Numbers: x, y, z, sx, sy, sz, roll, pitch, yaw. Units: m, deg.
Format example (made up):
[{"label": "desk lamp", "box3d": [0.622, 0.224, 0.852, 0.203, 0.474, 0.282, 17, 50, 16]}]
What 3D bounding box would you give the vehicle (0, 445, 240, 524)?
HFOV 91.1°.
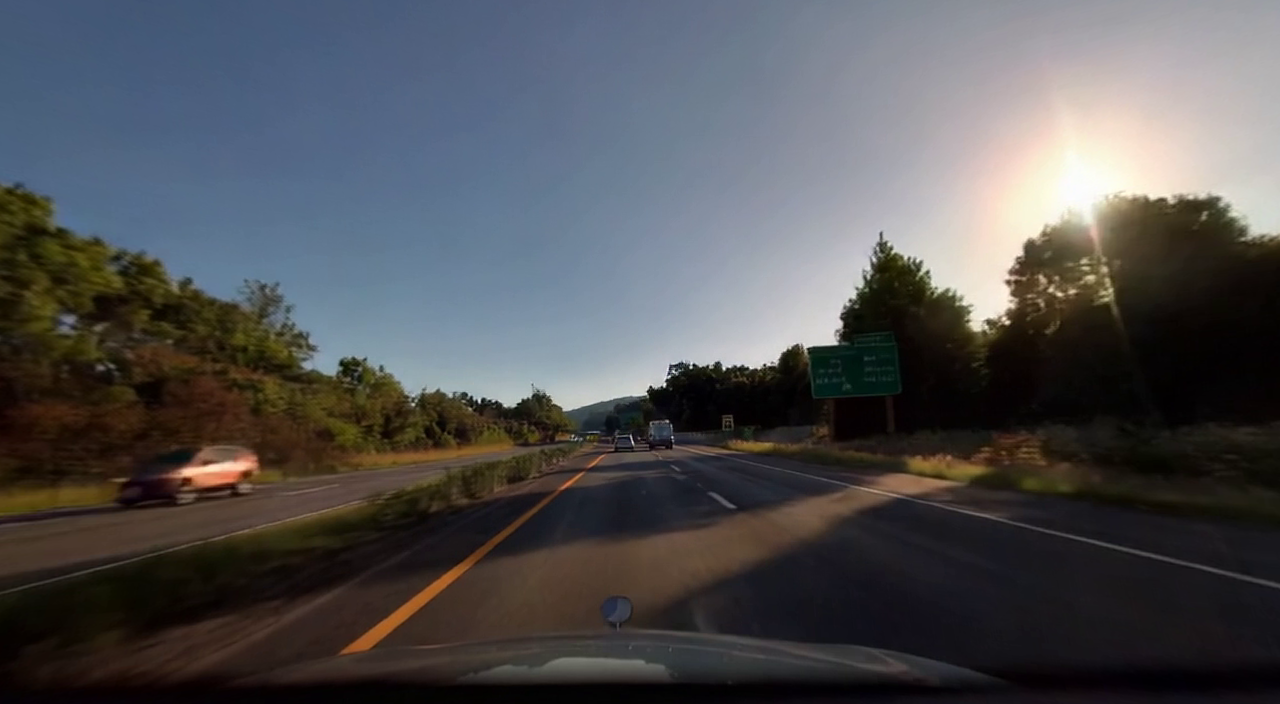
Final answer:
[{"label": "vehicle", "box3d": [-12.275, 3.095, 15.370, 1.985, 1.544, 4.619, 0, -8, -1]}]
